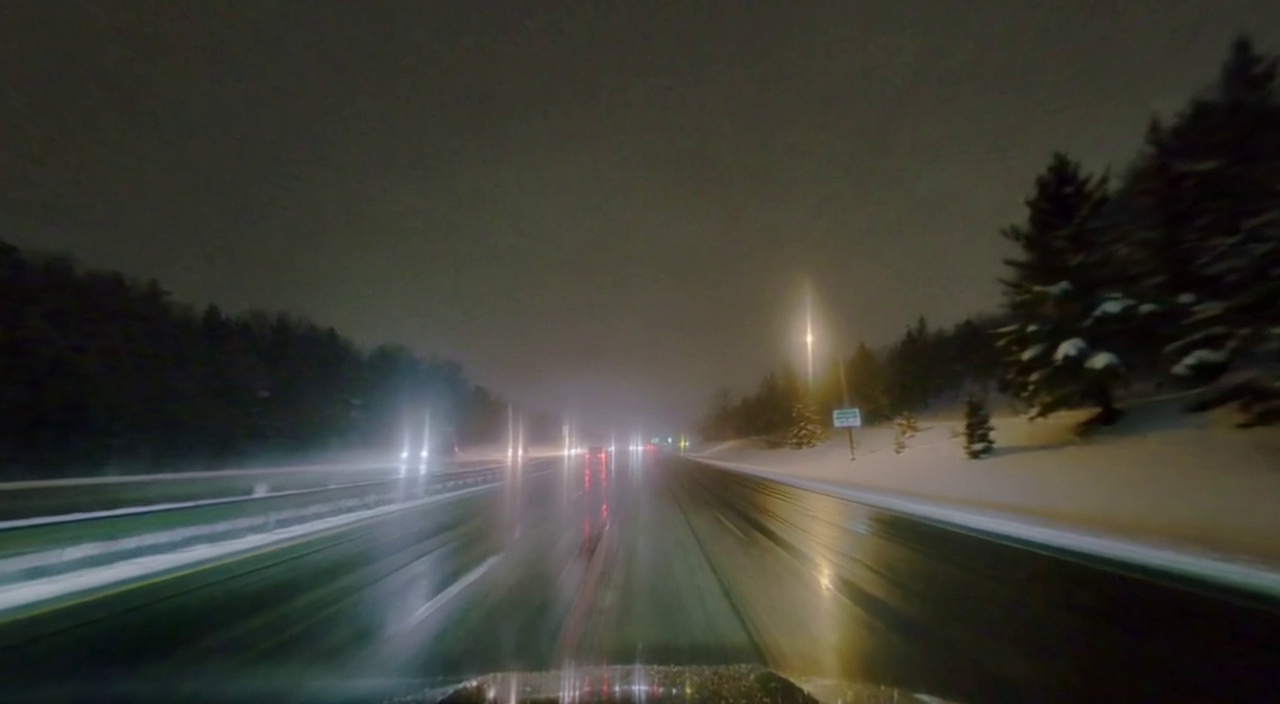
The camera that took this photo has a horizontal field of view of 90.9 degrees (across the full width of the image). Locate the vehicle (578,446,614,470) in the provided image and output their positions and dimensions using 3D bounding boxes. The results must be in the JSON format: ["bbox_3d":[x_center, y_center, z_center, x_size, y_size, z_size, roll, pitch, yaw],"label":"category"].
[{"bbox_3d":[-2.871,7.035,42.021,1.991,1.473,4.707,0,-9,0],"label":"vehicle"}]
